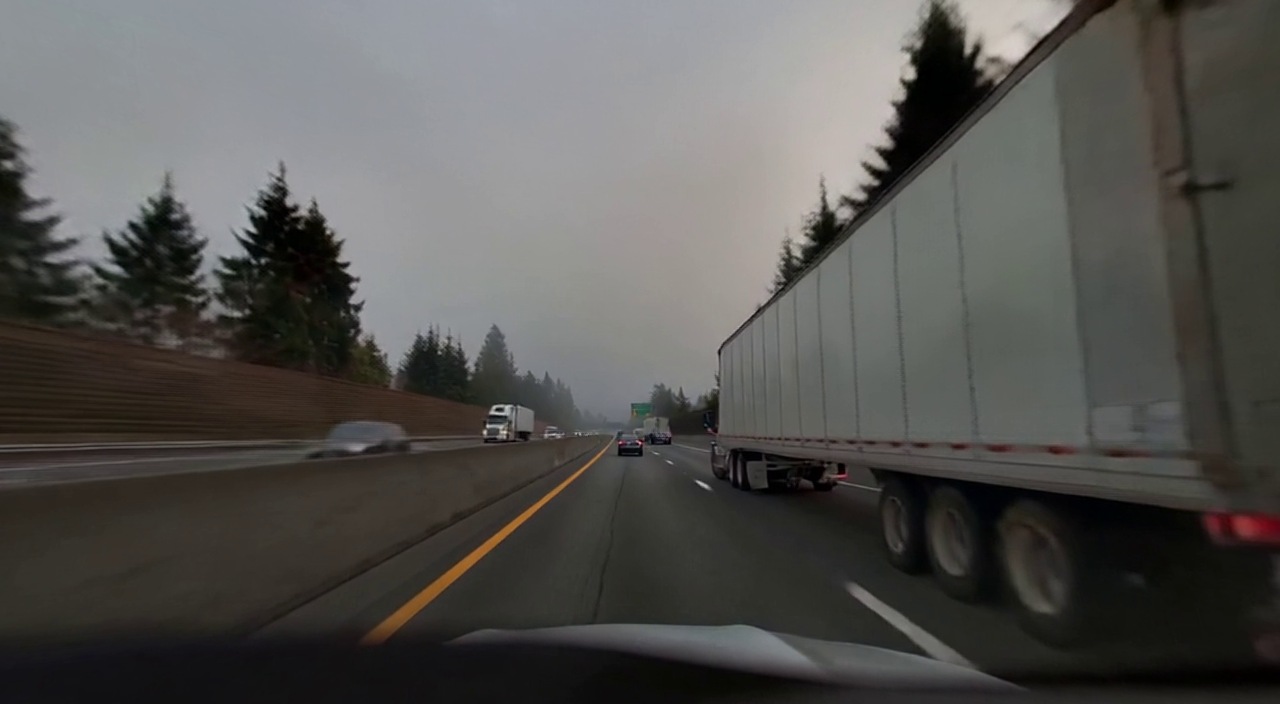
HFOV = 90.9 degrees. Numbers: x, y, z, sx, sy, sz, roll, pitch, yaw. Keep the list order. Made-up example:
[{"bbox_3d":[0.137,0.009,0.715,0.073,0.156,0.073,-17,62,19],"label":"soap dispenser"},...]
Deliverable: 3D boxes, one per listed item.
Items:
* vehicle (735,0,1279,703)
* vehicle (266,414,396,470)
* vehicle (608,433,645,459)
[{"bbox_3d":[4.228,0.594,9.929,2.953,4.045,13.843,0,-8,-1],"label":"vehicle"},{"bbox_3d":[-9.480,2.808,19.777,2.019,1.536,4.191,0,-8,-1],"label":"vehicle"},{"bbox_3d":[-0.811,5.755,38.812,2.119,1.480,4.000,0,-8,-1],"label":"vehicle"}]
